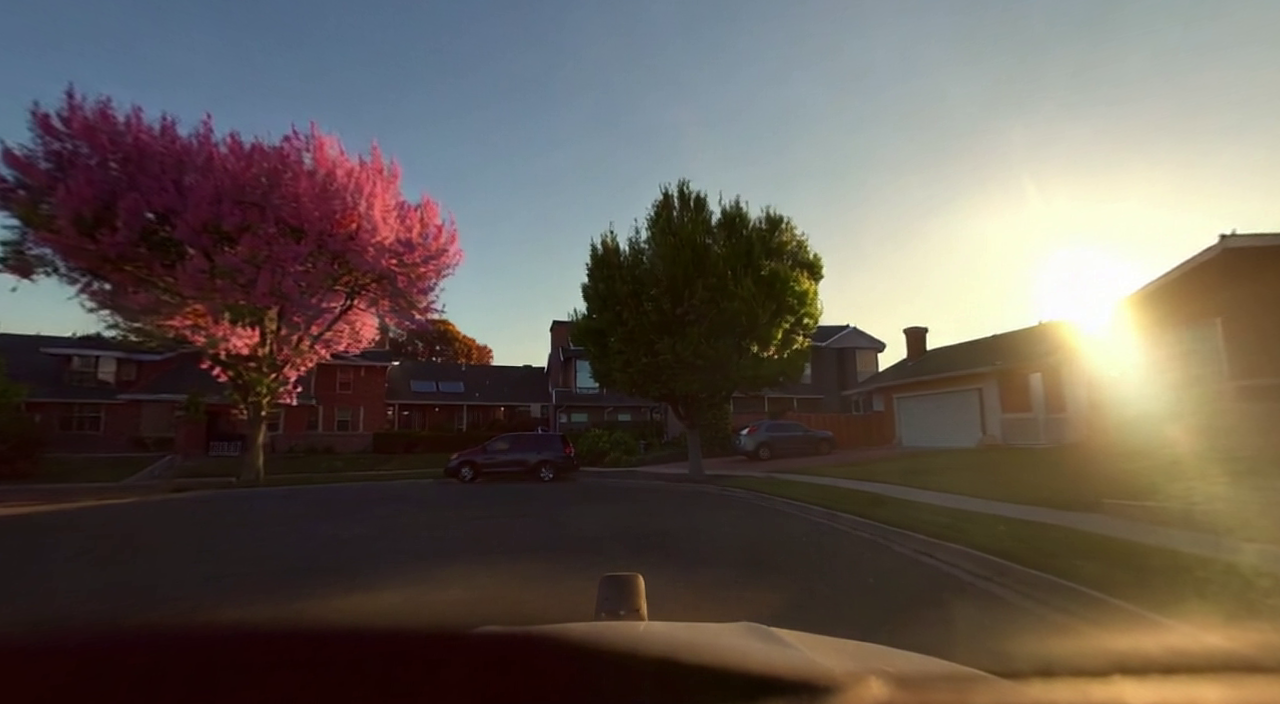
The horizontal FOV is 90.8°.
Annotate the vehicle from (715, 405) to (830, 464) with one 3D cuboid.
[{"bbox_3d":[5.174,3.111,24.284,2.310,1.701,4.280,-7,-4,42],"label":"vehicle"}]

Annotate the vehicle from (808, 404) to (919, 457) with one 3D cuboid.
[{"bbox_3d":[8.466,2.996,23.704,2.152,1.773,4.495,-8,-12,44],"label":"vehicle"}]

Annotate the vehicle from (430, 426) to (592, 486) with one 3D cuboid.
[{"bbox_3d":[-4.221,3.449,21.132,4.815,1.827,2.147,-2,-9,11],"label":"vehicle"}]
